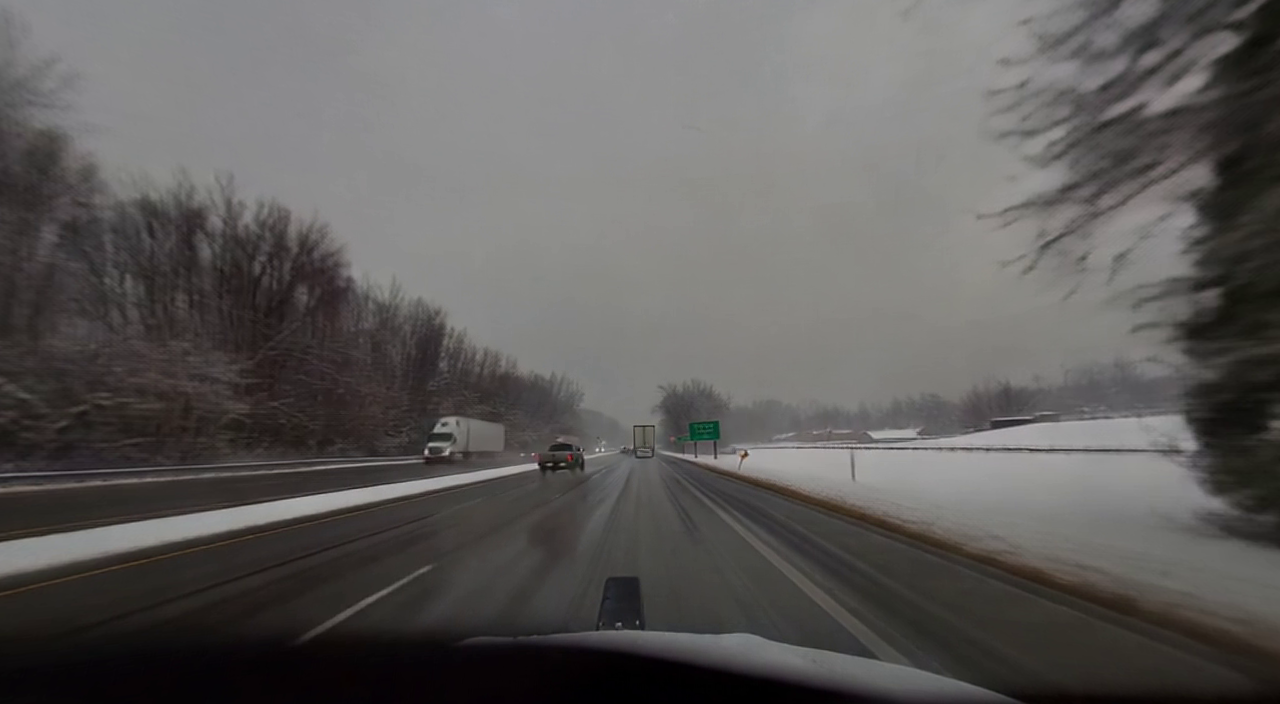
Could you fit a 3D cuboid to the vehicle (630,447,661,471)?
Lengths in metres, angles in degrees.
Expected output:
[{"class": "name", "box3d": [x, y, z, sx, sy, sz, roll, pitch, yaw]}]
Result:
[{"class": "vehicle", "box3d": [0.338, 6.858, 40.553, 1.853, 1.436, 3.438, 0, -9, 0]}]

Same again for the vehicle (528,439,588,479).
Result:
[{"class": "vehicle", "box3d": [-3.753, 4.996, 29.703, 2.097, 1.722, 4.808, 0, -9, 1]}]
